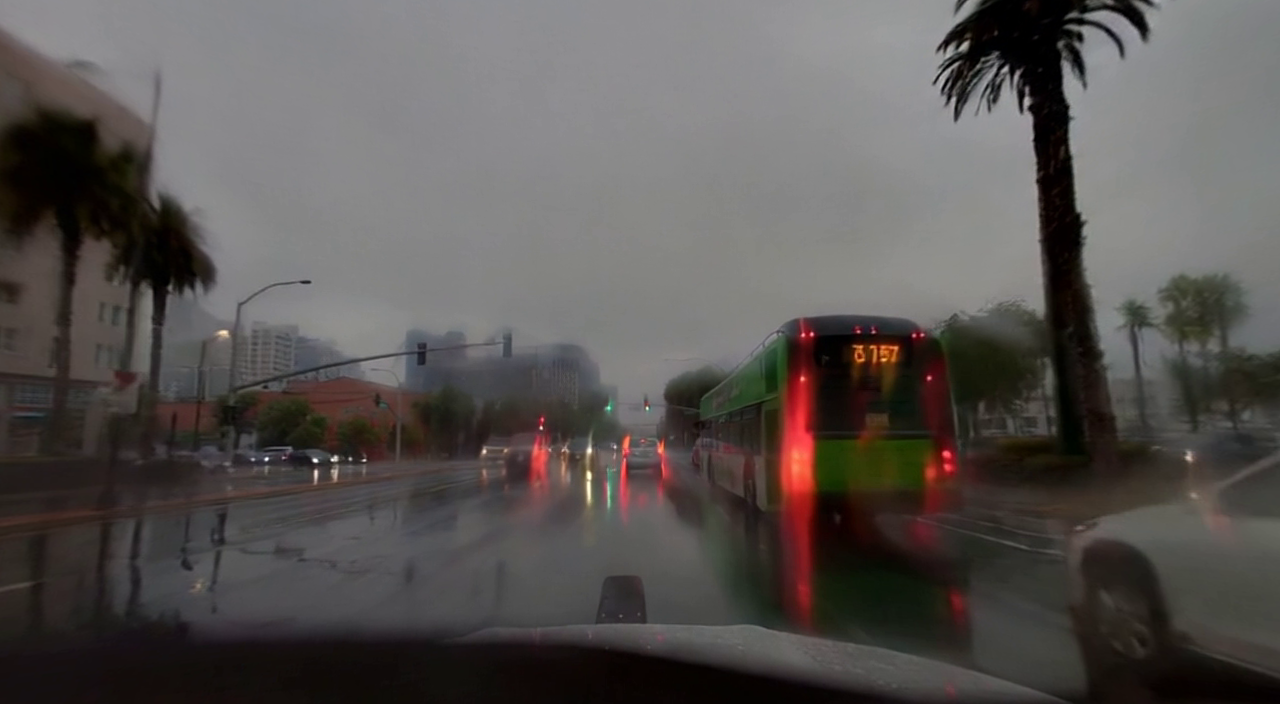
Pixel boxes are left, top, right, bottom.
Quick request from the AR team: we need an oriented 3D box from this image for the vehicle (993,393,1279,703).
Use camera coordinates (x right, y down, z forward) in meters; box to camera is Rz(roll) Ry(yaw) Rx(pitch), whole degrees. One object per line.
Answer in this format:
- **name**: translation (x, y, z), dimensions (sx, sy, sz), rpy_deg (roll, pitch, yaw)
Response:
- **vehicle**: translation (3.598, 0.854, 2.055), dimensions (1.965, 1.519, 5.078), rpy_deg (0, -9, 0)

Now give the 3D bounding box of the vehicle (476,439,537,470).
- **vehicle**: translation (-6.786, 5.267, 32.732), dimensions (1.927, 1.480, 4.832), rpy_deg (0, -9, 2)

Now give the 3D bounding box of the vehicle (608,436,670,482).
- **vehicle**: translation (-0.014, 3.849, 22.927), dimensions (2.060, 1.499, 3.831), rpy_deg (0, -9, 1)

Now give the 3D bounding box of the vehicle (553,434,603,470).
- **vehicle**: translation (-3.149, 5.179, 32.871), dimensions (2.020, 1.721, 4.366), rpy_deg (0, -8, 2)

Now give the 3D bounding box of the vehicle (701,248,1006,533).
- **vehicle**: translation (3.565, 1.484, 15.603), dimensions (2.970, 4.015, 13.606), rpy_deg (0, -9, 1)
